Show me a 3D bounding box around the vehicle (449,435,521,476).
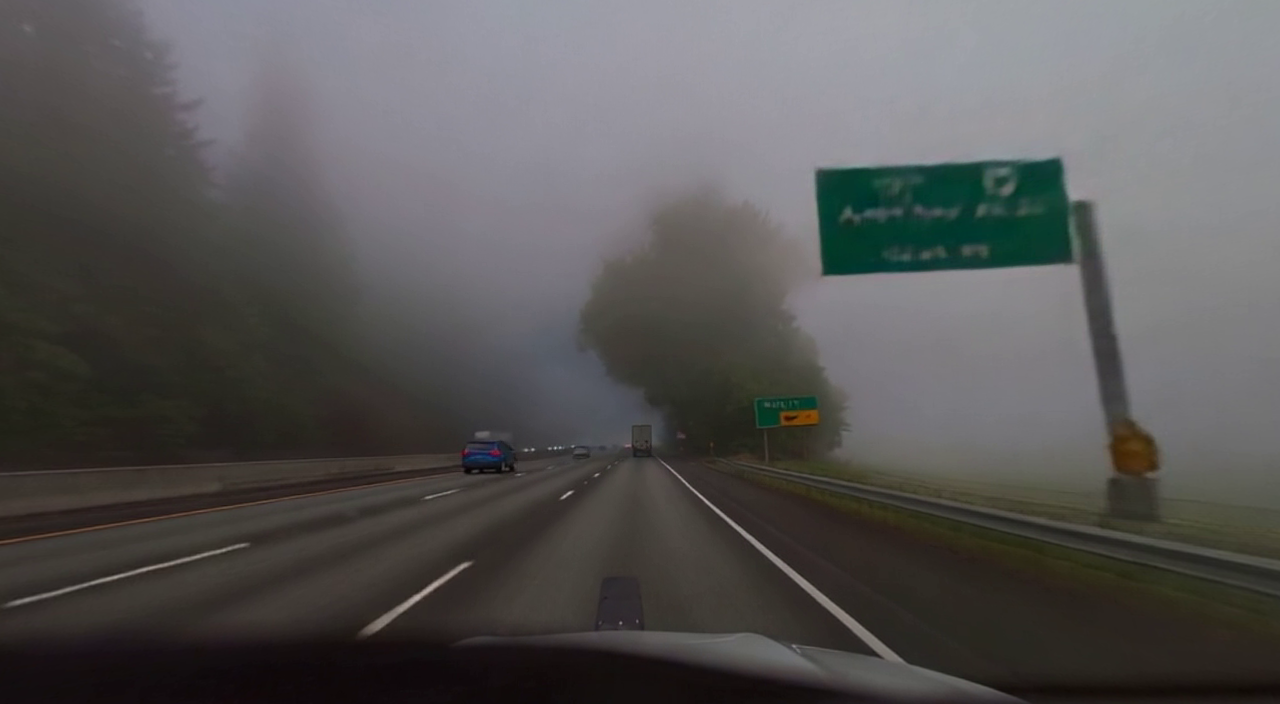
[{"bbox_3d":[-7.367,4.969,30.464,2.253,1.815,4.618,0,-9,1],"label":"vehicle"}]
